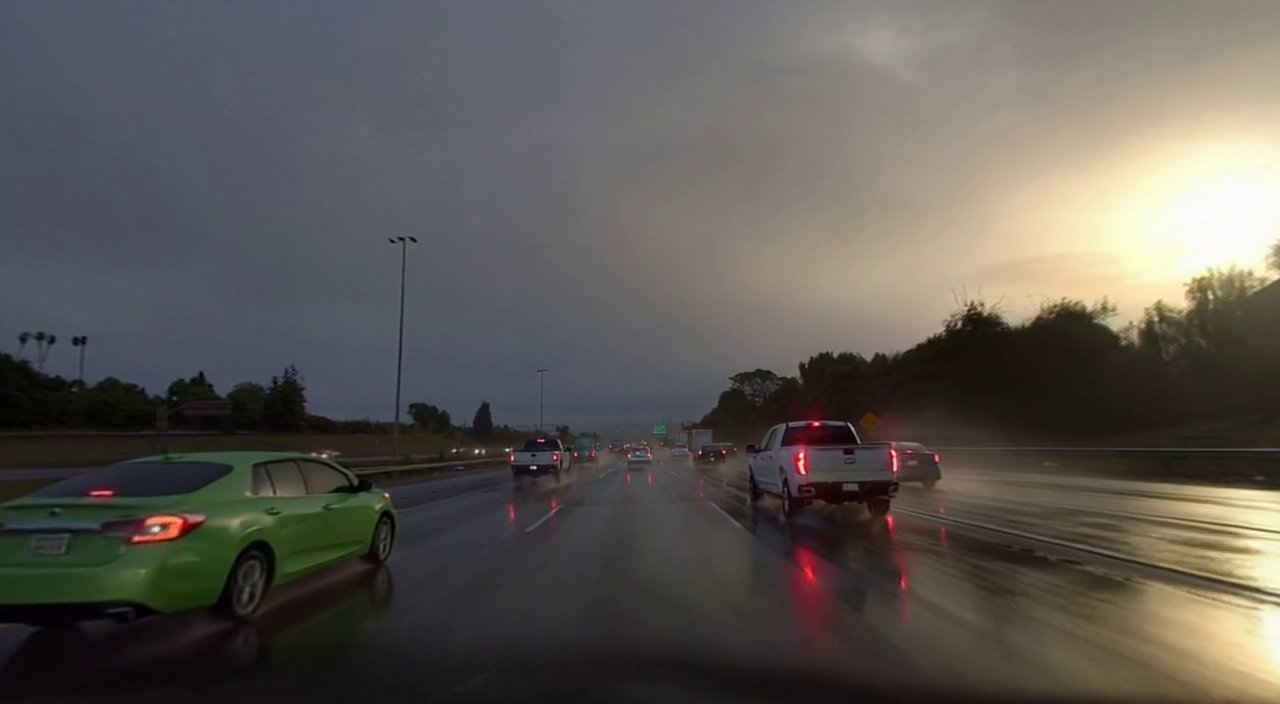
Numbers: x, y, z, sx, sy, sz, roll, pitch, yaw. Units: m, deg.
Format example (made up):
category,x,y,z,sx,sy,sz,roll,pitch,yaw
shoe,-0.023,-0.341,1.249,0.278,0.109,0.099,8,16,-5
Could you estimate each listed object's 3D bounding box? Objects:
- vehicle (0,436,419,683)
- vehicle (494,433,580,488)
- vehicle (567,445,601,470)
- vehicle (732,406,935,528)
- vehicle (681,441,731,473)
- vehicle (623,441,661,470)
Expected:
category,x,y,z,sx,sy,sz,roll,pitch,yaw
vehicle,-3.854,1.542,5.906,1.947,1.424,4.264,0,-9,1
vehicle,-3.622,3.939,23.170,2.176,1.783,4.799,0,-9,2
vehicle,-3.591,6.848,41.118,1.907,1.484,3.954,0,-9,0
vehicle,3.523,2.265,12.931,2.340,1.925,5.529,0,-9,-1
vehicle,3.546,5.731,34.655,2.145,1.636,4.437,1,-9,-1
vehicle,0.091,6.215,37.972,2.147,1.572,4.094,0,-9,0
